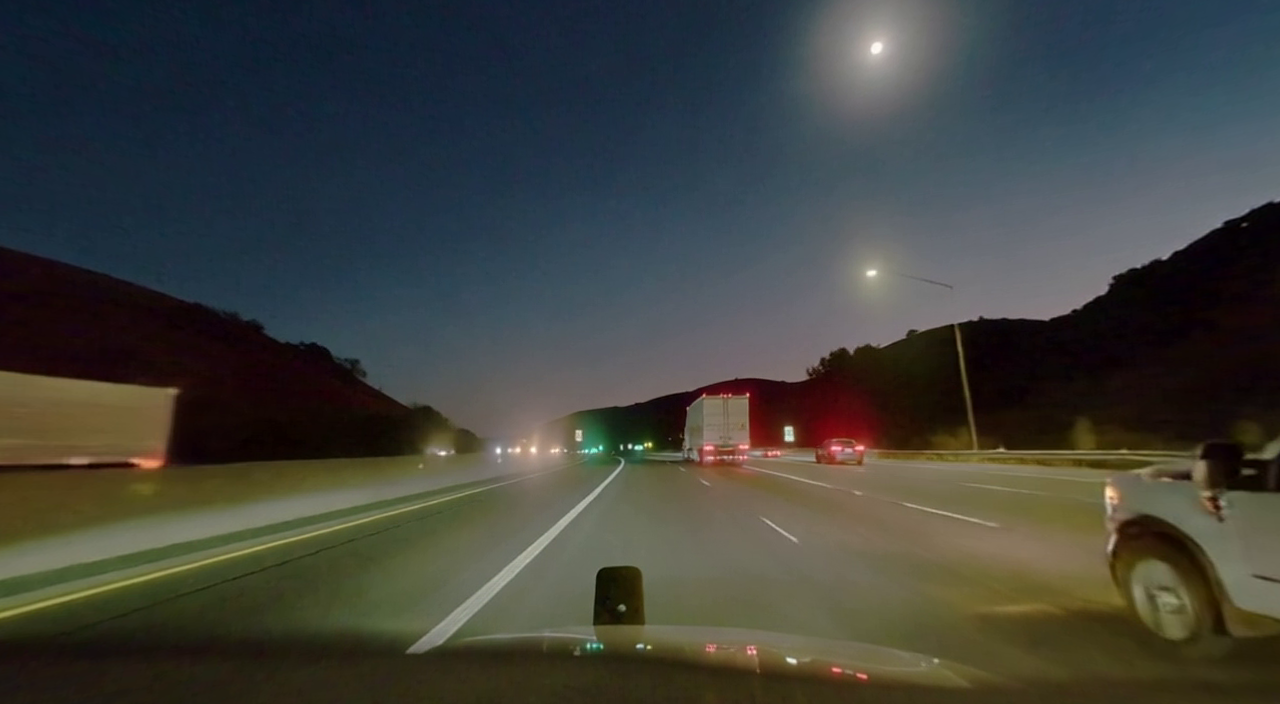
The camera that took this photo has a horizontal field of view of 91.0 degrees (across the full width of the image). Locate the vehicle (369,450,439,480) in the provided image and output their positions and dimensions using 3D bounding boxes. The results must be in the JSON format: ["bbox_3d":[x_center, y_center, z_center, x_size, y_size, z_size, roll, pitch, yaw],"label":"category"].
[{"bbox_3d":[-12.643,6.044,34.043,1.984,1.501,4.706,0,-9,0],"label":"vehicle"}]

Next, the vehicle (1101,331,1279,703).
[{"bbox_3d":[3.768,0.612,1.533,2.055,1.737,4.224,0,-9,0],"label":"vehicle"}]

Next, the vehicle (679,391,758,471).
[{"bbox_3d":[4.217,4.715,36.756,3.049,3.968,10.706,0,-9,-1],"label":"vehicle"}]

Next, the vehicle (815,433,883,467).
[{"bbox_3d":[11.526,5.471,35.112,2.046,1.741,4.769,0,-9,-1],"label":"vehicle"}]

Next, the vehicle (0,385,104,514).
[{"bbox_3d":[-16.409,2.082,13.423,2.747,2.984,8.051,0,-9,0],"label":"vehicle"}]
